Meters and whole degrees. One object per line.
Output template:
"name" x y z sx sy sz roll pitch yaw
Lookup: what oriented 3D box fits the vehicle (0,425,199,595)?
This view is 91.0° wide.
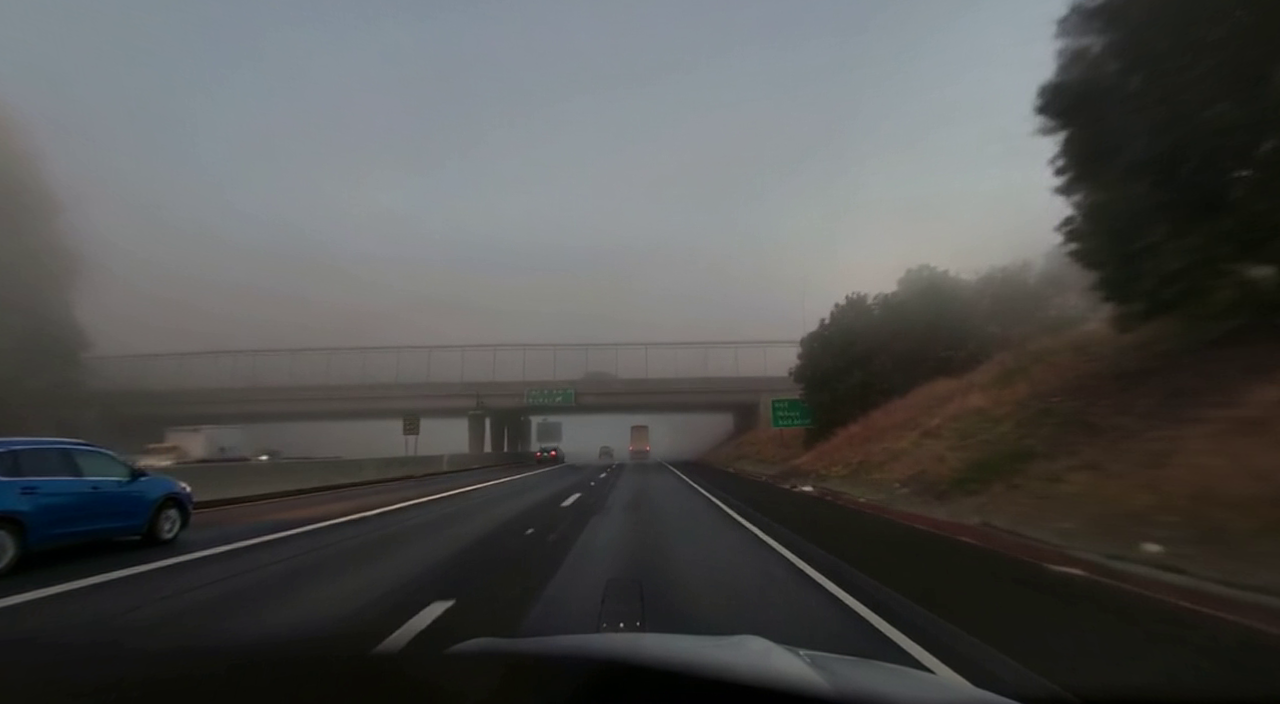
"vehicle" -6.905 1.478 5.955 2.096 1.541 4.610 0 -9 0
